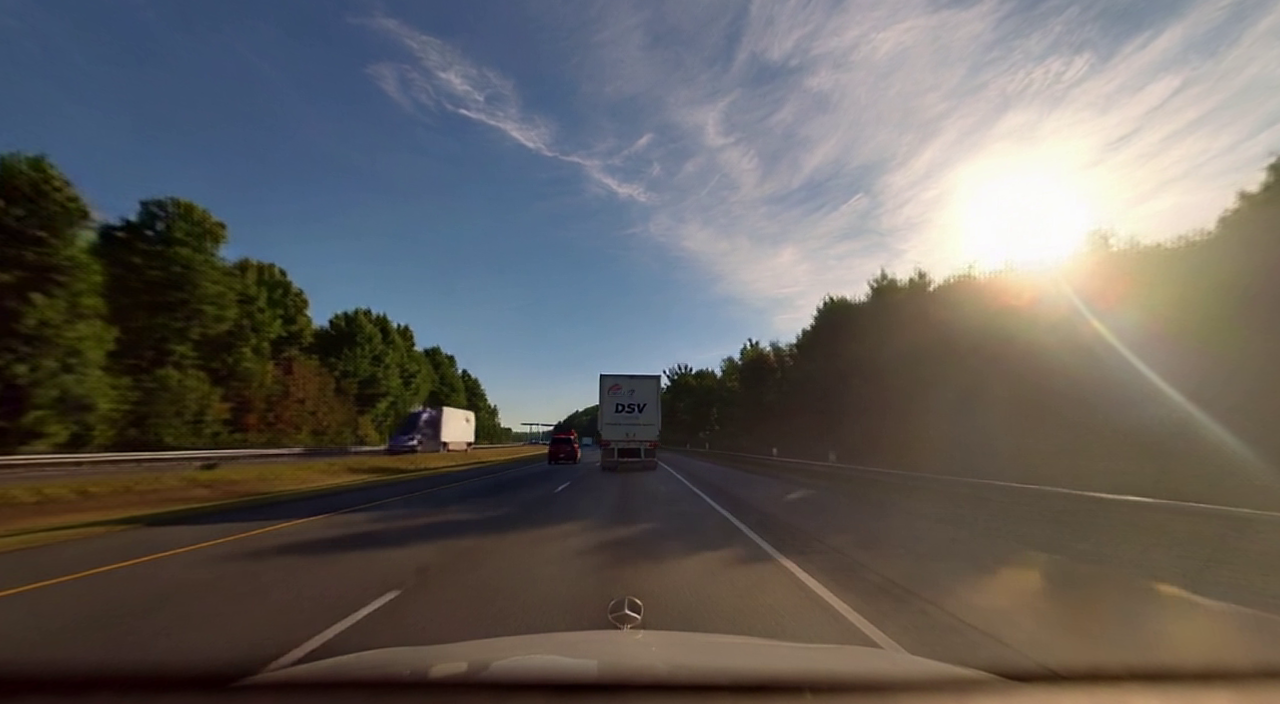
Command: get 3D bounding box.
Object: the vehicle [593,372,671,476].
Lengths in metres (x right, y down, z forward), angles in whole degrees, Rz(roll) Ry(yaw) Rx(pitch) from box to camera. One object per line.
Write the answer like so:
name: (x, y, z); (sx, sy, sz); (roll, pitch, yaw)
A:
vehicle: (-0.421, 3.472, 29.341); (2.969, 3.957, 10.270); (0, -8, -1)

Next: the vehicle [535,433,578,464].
vehicle: (-5.058, 5.904, 38.740); (2.086, 1.778, 4.544); (0, -8, 0)
